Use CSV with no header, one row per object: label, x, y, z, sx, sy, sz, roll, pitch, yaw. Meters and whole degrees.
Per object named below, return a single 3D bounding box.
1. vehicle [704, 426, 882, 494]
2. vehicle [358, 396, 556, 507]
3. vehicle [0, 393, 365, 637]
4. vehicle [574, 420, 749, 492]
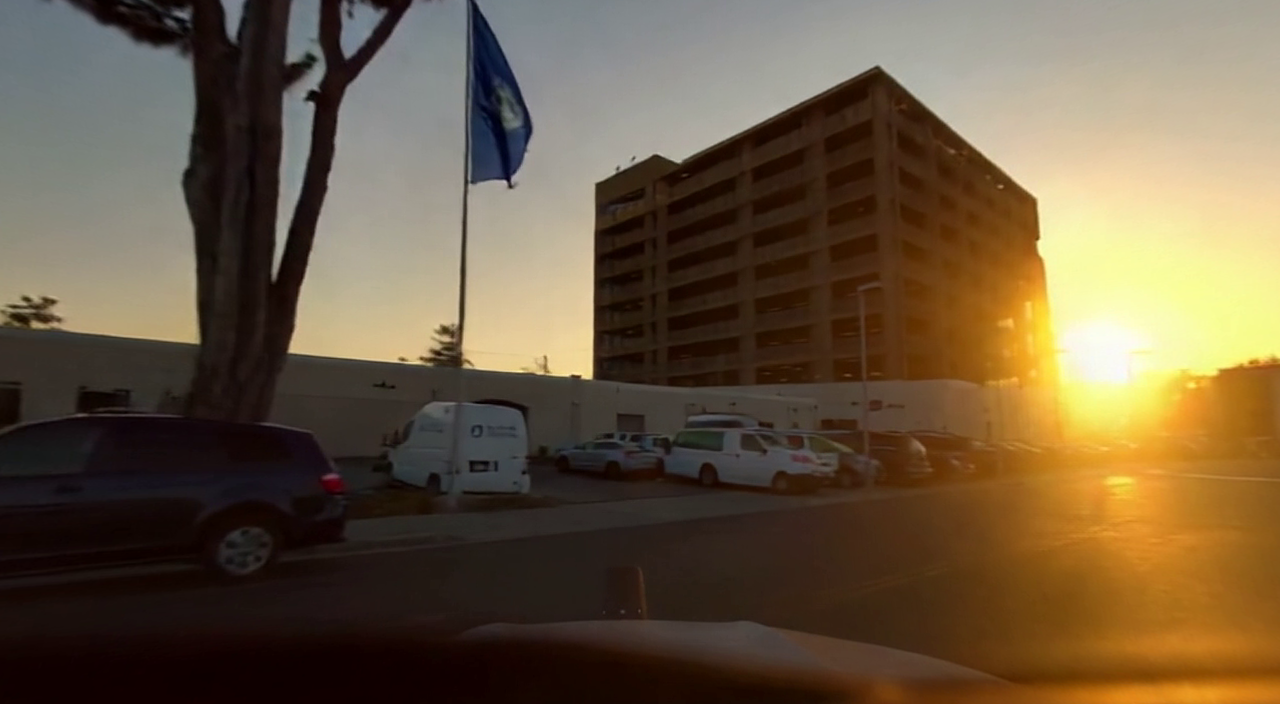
vehicle,5.640,4.033,24.347,2.242,2.227,6.505,5,-9,-41
vehicle,-4.945,2.549,16.421,2.491,2.324,5.986,7,-11,-41
vehicle,-5.576,1.401,5.913,4.992,1.894,2.043,8,-11,-42
vehicle,0.493,3.526,22.161,2.228,2.126,6.632,5,-9,-40
